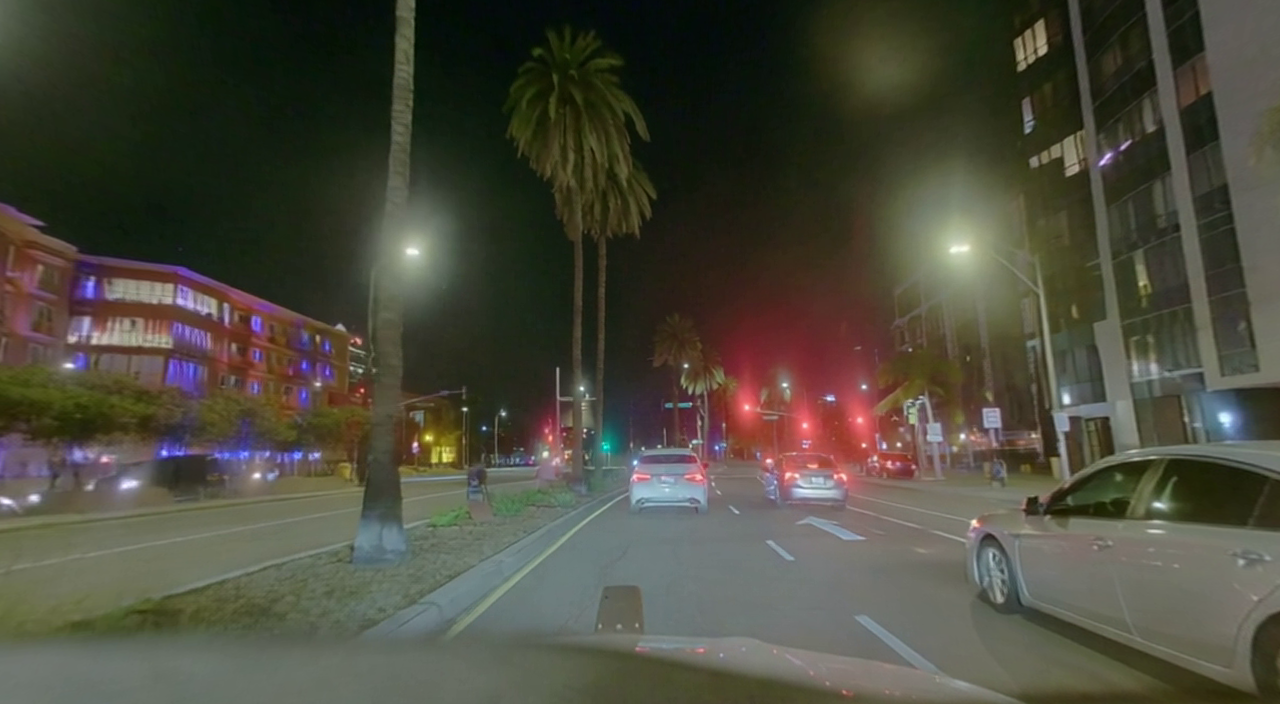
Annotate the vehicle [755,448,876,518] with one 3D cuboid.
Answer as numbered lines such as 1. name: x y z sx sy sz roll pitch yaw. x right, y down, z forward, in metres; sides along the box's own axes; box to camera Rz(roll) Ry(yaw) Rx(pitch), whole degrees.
1. vehicle: 4.203 3.170 15.940 1.920 1.490 4.417 -1 -9 2

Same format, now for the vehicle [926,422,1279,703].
1. vehicle: 3.688 1.227 3.918 1.913 1.469 4.425 -1 -9 3

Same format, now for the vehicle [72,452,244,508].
1. vehicle: -16.495 4.355 22.004 2.078 1.662 4.436 -2 -9 9

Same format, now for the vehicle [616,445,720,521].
1. vehicle: 0.696 2.908 14.555 2.078 1.503 3.681 -1 -9 4
